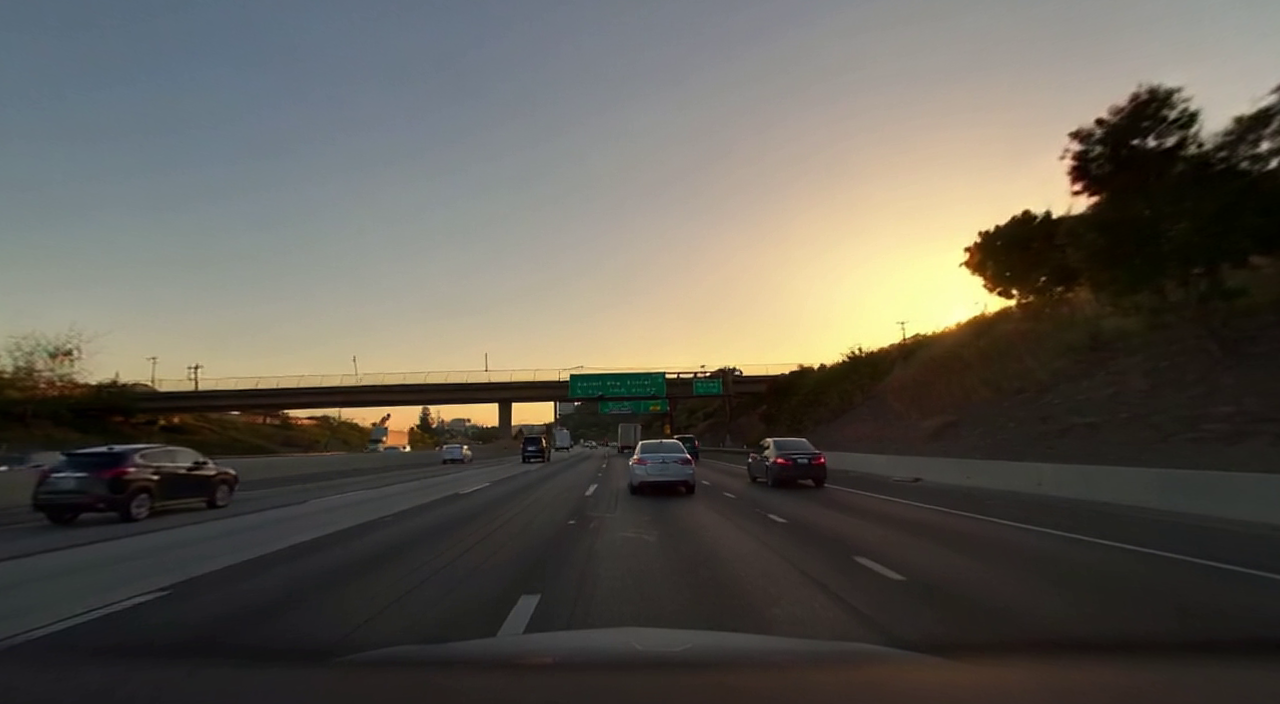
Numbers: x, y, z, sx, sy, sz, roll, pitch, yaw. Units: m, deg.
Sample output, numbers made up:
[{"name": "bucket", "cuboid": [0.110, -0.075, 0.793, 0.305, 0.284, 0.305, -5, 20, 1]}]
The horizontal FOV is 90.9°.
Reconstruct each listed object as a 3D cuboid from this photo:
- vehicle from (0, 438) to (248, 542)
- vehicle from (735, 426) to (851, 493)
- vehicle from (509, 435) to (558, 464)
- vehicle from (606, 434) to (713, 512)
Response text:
[{"name": "vehicle", "cuboid": [-9.950, 2.427, 11.877, 2.019, 1.510, 4.992, 0, -8, -1]}, {"name": "vehicle", "cuboid": [4.331, 3.119, 18.640, 2.100, 1.707, 4.342, 0, -8, -3]}, {"name": "vehicle", "cuboid": [-7.490, 6.918, 44.977, 2.486, 1.856, 6.310, 0, -8, -1]}, {"name": "vehicle", "cuboid": [0.254, 2.632, 14.216, 2.042, 1.446, 4.269, 0, -8, -3]}]
